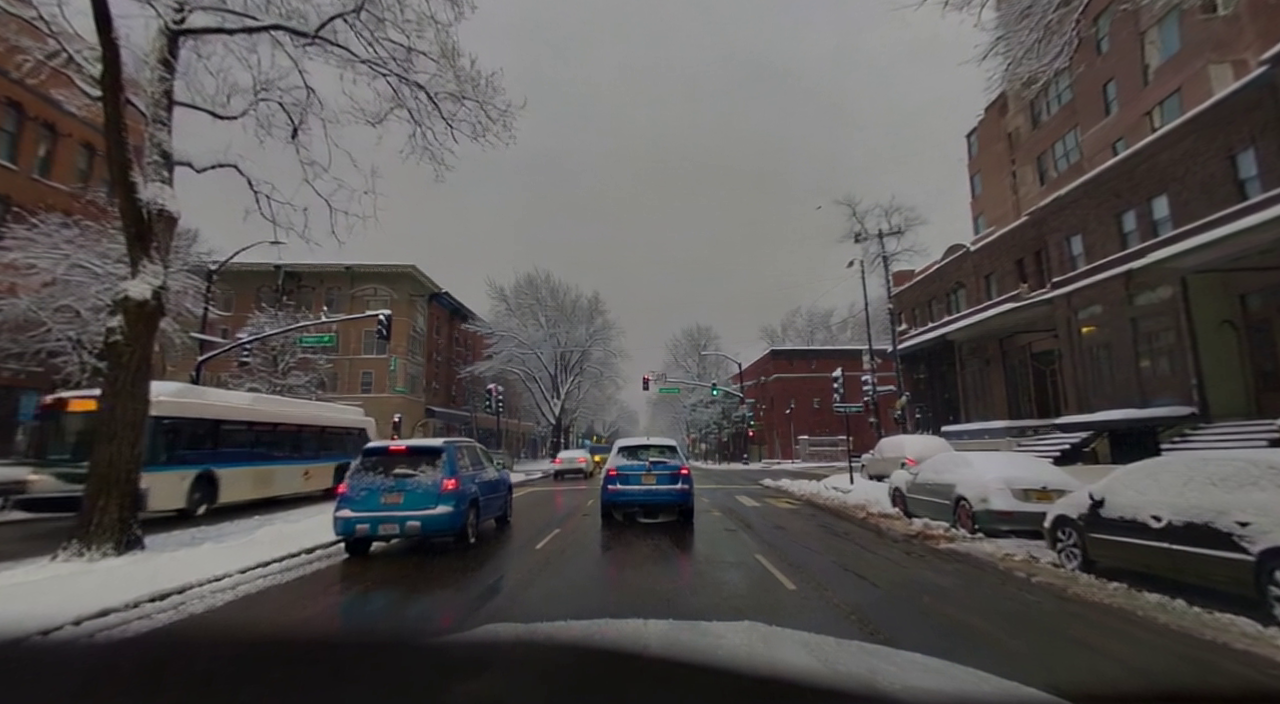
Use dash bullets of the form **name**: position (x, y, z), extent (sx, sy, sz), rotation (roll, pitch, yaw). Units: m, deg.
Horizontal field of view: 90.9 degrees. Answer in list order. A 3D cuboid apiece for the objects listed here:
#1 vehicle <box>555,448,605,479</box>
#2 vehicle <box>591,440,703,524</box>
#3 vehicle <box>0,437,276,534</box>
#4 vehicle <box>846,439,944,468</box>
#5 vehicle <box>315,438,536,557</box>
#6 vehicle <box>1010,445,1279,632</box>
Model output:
- **vehicle**: position (-3.015, 5.713, 32.538), extent (2.131, 1.486, 4.089), rotation (0, -9, 0)
- **vehicle**: position (0.088, 2.633, 13.258), extent (2.022, 1.481, 3.564), rotation (0, -9, -1)
- **vehicle**: position (-10.323, 2.734, 13.551), extent (2.252, 1.701, 4.404), rotation (0, -9, 1)
- **vehicle**: position (16.424, 6.562, 40.780), extent (5.345, 1.811, 2.175), rotation (0, -9, -1)
- **vehicle**: position (-3.098, 2.202, 10.320), extent (1.970, 1.492, 4.534), rotation (0, -9, 1)
- **vehicle**: position (5.987, 1.661, 6.210), extent (1.873, 1.453, 4.579), rotation (0, -9, 0)
